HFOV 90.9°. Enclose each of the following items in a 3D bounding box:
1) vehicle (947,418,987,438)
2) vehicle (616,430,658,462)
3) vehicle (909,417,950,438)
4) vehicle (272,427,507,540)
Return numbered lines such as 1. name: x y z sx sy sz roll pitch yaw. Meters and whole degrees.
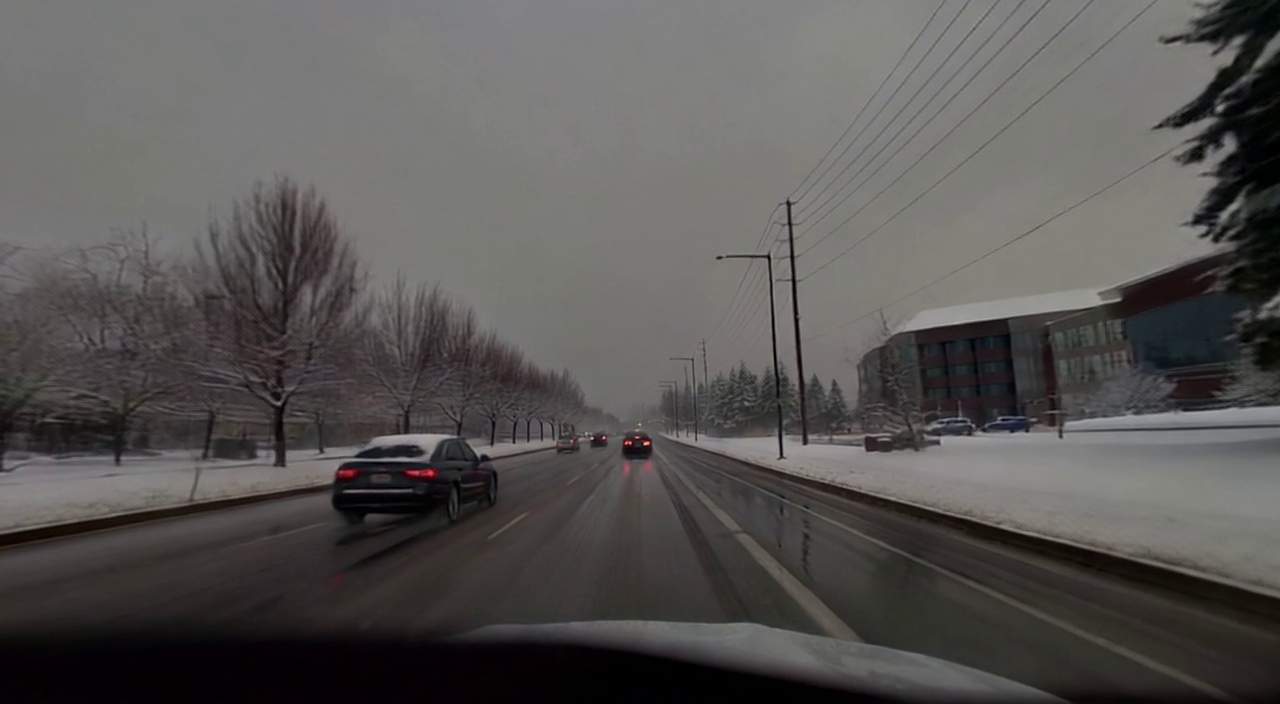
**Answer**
1. vehicle: 24.326 5.690 46.999 1.741 1.416 3.831 -3 -8 14
2. vehicle: -0.161 5.235 35.352 2.199 1.652 4.101 0 -8 0
3. vehicle: 21.840 5.763 47.741 1.833 1.471 4.656 -2 -8 13
4. vehicle: -3.832 2.088 10.822 1.942 1.462 4.905 -1 -8 1
